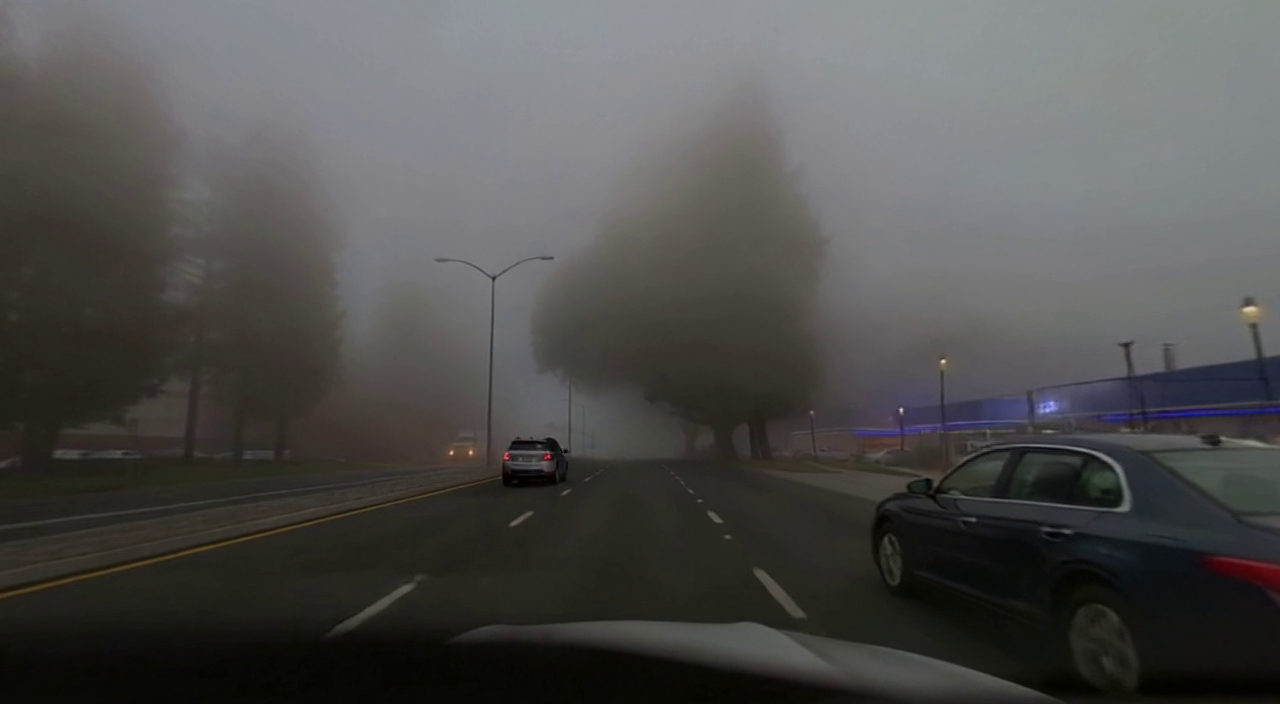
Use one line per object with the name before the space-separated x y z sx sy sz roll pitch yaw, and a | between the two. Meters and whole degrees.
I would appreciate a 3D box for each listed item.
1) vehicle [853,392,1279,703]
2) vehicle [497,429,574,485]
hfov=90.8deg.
vehicle | 3.261 1.188 4.201 1.975 1.502 4.787 0 -8 -1
vehicle | -3.659 3.786 22.995 1.997 1.806 4.500 0 -8 1
